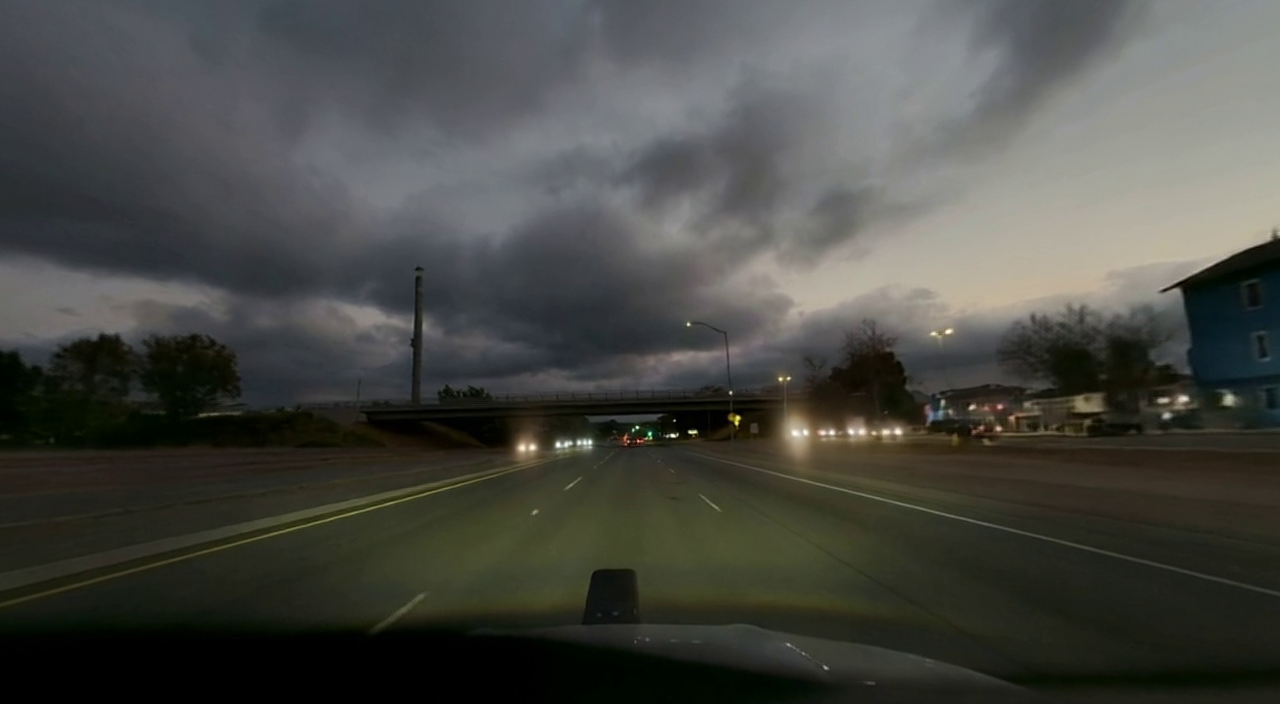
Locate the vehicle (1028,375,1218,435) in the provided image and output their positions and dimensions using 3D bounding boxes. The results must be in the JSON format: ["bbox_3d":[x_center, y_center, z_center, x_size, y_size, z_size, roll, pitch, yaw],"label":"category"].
[{"bbox_3d":[33.087,3.999,44.341,2.930,3.454,12.572,-3,-8,-2],"label":"vehicle"}]
